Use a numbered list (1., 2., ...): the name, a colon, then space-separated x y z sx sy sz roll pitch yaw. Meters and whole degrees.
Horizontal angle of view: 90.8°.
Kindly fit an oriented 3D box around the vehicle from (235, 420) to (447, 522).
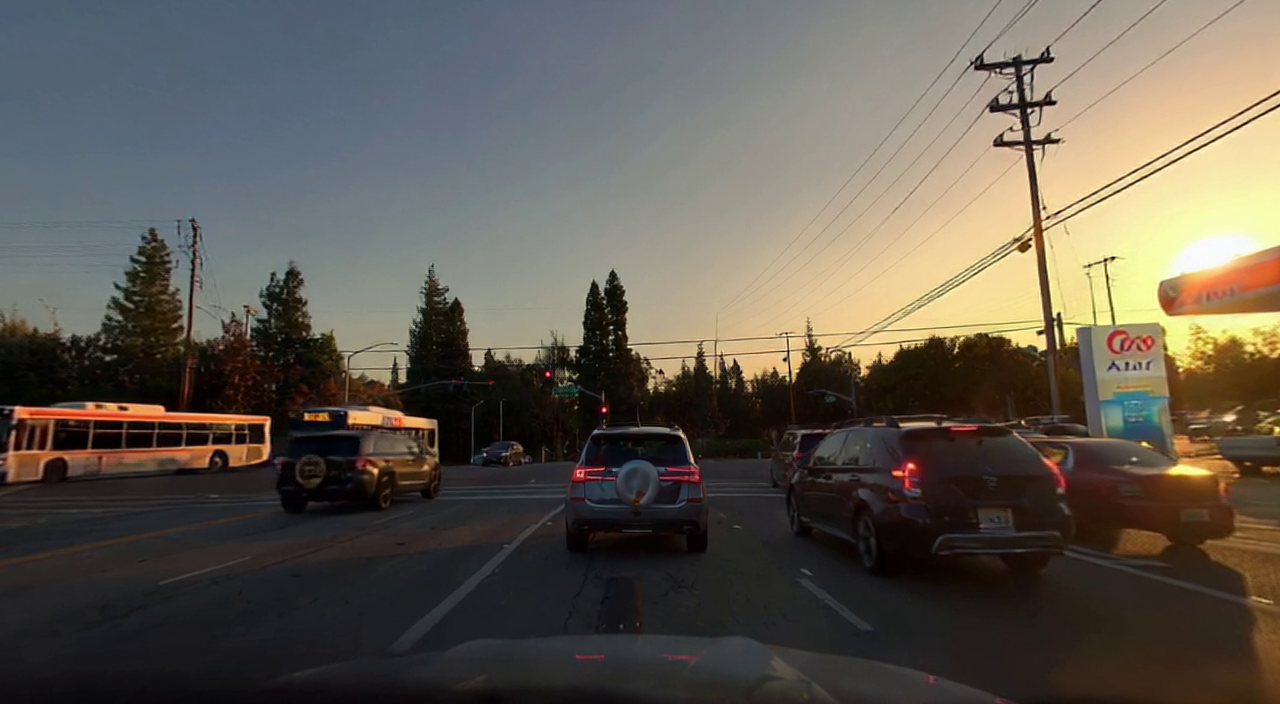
1. vehicle: -6.075 2.487 13.744 2.190 1.795 4.993 0 -9 -1

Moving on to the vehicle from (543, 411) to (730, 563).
1. vehicle: -0.088 1.811 9.146 2.087 1.677 4.053 0 -9 -1

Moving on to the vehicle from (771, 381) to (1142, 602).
1. vehicle: 3.068 1.461 7.410 2.049 1.813 4.245 0 -9 -1

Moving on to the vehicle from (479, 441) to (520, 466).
1. vehicle: -10.563 7.653 47.768 2.075 1.719 4.396 0 -9 0

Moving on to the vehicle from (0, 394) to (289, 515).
1. vehicle: -18.851 3.885 24.652 3.010 3.475 12.655 0 -8 0
